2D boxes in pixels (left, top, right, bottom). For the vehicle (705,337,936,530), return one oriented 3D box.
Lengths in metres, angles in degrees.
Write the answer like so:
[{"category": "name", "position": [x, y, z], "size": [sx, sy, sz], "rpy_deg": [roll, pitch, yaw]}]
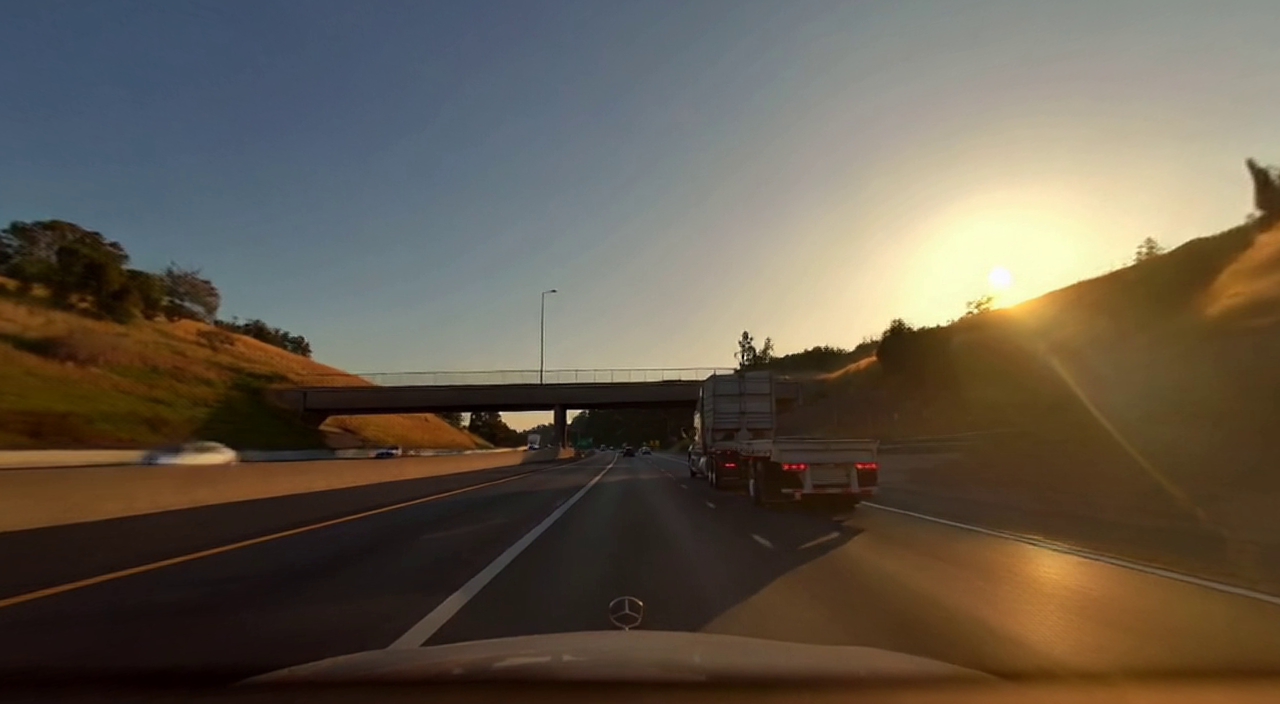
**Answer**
[{"category": "vehicle", "position": [3.938, 2.393, 17.634], "size": [2.876, 3.586, 11.726], "rpy_deg": [0, -9, -1]}]
